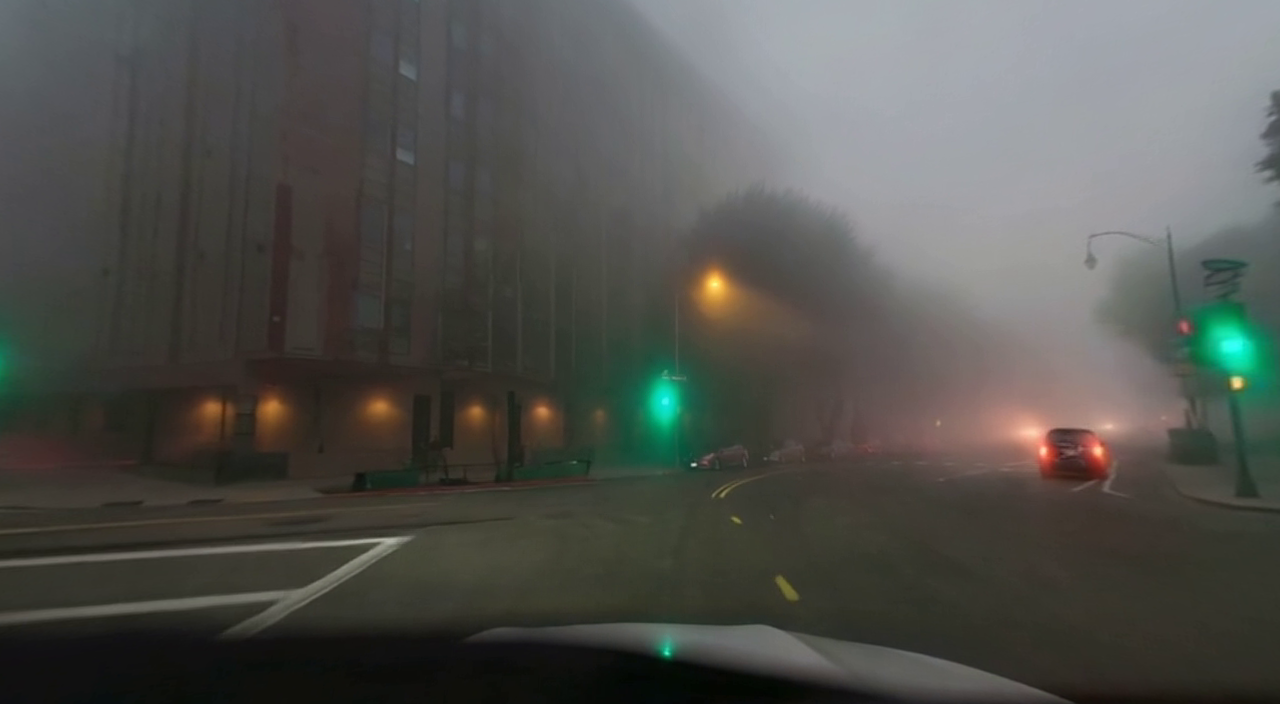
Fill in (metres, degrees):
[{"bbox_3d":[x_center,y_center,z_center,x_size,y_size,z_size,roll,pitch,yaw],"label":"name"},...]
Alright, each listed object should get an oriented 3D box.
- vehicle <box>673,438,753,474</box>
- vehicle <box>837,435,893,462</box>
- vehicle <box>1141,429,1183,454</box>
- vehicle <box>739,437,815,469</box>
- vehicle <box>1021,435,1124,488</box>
[{"bbox_3d":[3.711,5.185,31.730,1.922,1.628,4.291,-7,-10,39],"label":"vehicle"},{"bbox_3d":[13.366,5.680,37.295,1.852,1.465,4.092,-6,-10,38],"label":"vehicle"},{"bbox_3d":[38.807,6.642,46.809,2.189,1.753,4.376,-7,-10,40],"label":"vehicle"},{"bbox_3d":[7.885,5.703,35.988,2.179,1.658,4.765,-7,-10,40],"label":"vehicle"},{"bbox_3d":[13.844,3.464,20.470,2.148,1.488,4.508,-4,-9,27],"label":"vehicle"}]
